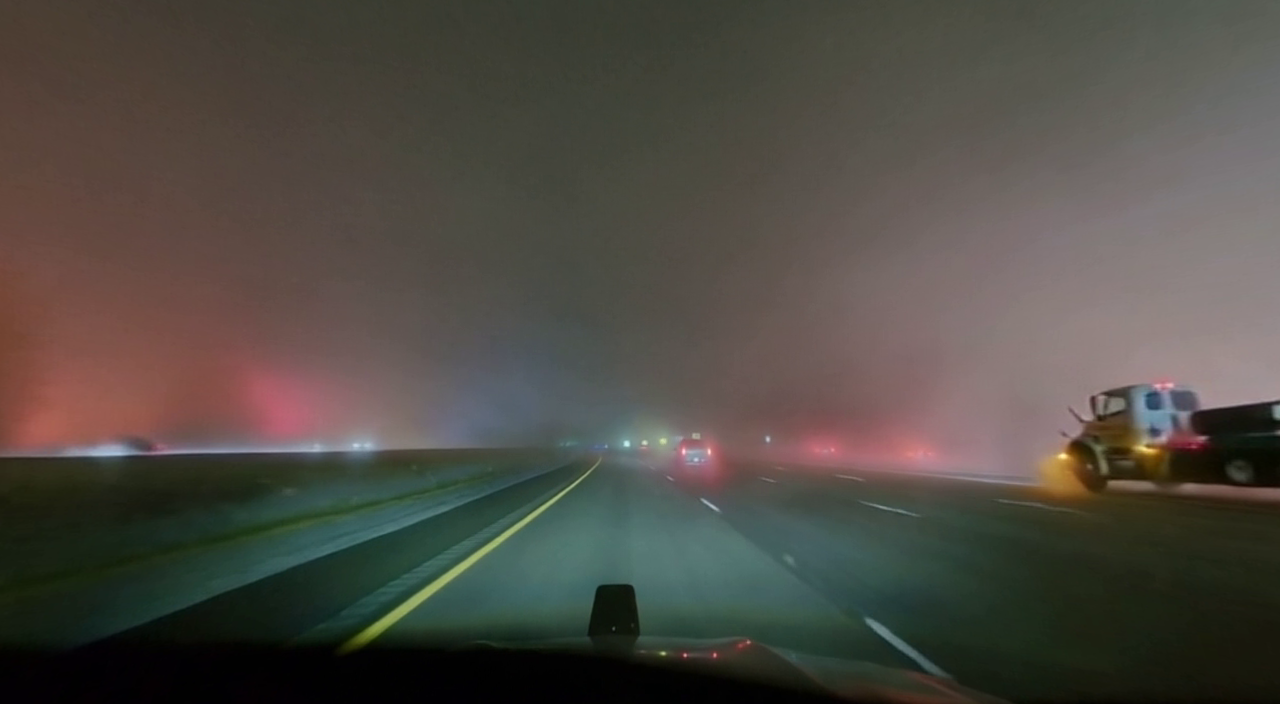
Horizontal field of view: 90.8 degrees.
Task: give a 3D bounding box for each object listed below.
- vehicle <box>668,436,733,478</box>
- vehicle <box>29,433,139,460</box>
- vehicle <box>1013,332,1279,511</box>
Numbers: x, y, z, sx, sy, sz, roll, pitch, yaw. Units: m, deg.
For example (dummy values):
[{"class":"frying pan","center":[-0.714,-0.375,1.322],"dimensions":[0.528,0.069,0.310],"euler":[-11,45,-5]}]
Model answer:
[{"class":"vehicle","center":[2.646,4.766,28.903],"dimensions":[2.305,1.729,4.526],"euler":[0,-8,-3]},{"class":"vehicle","center":[-34.801,5.948,39.794],"dimensions":[2.174,1.571,5.284],"euler":[0,-8,-2]},{"class":"vehicle","center":[14.382,2.005,16.762],"dimensions":[3.034,3.572,9.491],"euler":[0,-8,-1]}]
